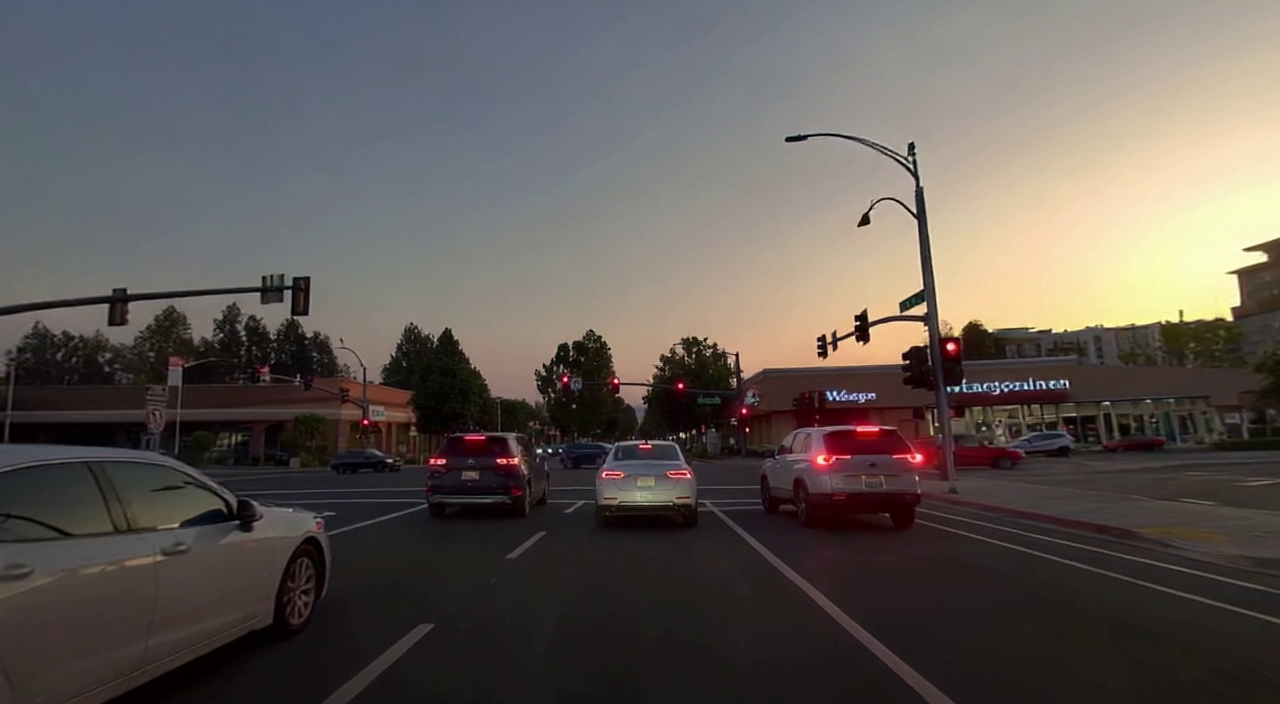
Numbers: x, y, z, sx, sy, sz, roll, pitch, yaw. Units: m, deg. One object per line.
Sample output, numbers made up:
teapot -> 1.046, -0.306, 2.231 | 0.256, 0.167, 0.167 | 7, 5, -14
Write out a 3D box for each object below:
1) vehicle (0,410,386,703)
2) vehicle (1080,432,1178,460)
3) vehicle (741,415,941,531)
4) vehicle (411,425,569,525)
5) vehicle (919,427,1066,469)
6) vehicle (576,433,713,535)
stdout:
vehicle -> -3.329, 1.135, 3.425 | 2.014, 1.472, 4.357 | 0, -9, 1
vehicle -> 30.553, 5.899, 39.441 | 4.432, 1.680, 1.932 | 0, -9, 2
vehicle -> 3.305, 2.113, 11.485 | 2.076, 1.691, 4.402 | 0, -9, -1
vehicle -> -2.826, 2.436, 12.939 | 2.072, 1.694, 4.070 | -1, -9, 2
vehicle -> 17.471, 4.808, 31.561 | 5.829, 1.977, 2.379 | -2, -9, 10
vehicle -> 0.108, 2.274, 11.394 | 2.032, 1.499, 3.994 | 0, -9, 1
